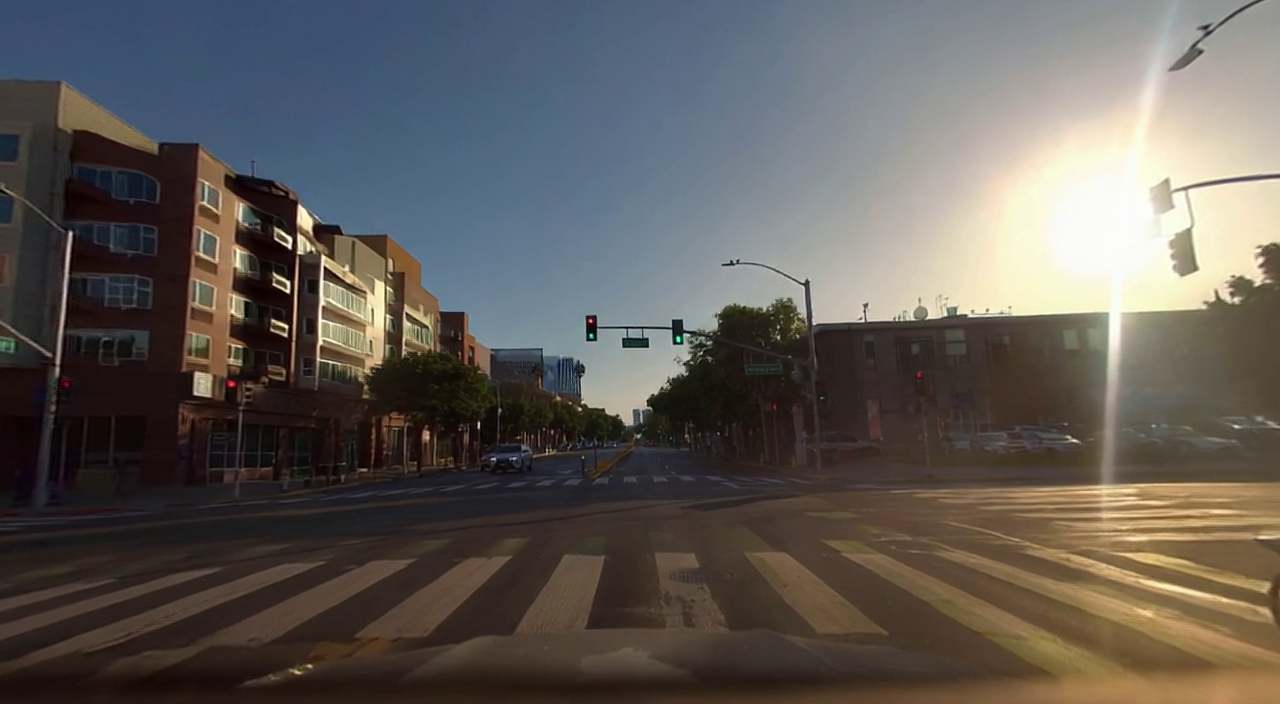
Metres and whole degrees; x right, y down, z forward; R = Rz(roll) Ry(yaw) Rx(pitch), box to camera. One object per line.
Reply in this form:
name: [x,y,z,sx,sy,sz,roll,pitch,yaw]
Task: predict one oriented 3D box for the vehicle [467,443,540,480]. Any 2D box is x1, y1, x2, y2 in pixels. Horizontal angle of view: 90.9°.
vehicle: [-5.863,4.735,27.652,2.127,1.473,4.428,0,-9,1]
